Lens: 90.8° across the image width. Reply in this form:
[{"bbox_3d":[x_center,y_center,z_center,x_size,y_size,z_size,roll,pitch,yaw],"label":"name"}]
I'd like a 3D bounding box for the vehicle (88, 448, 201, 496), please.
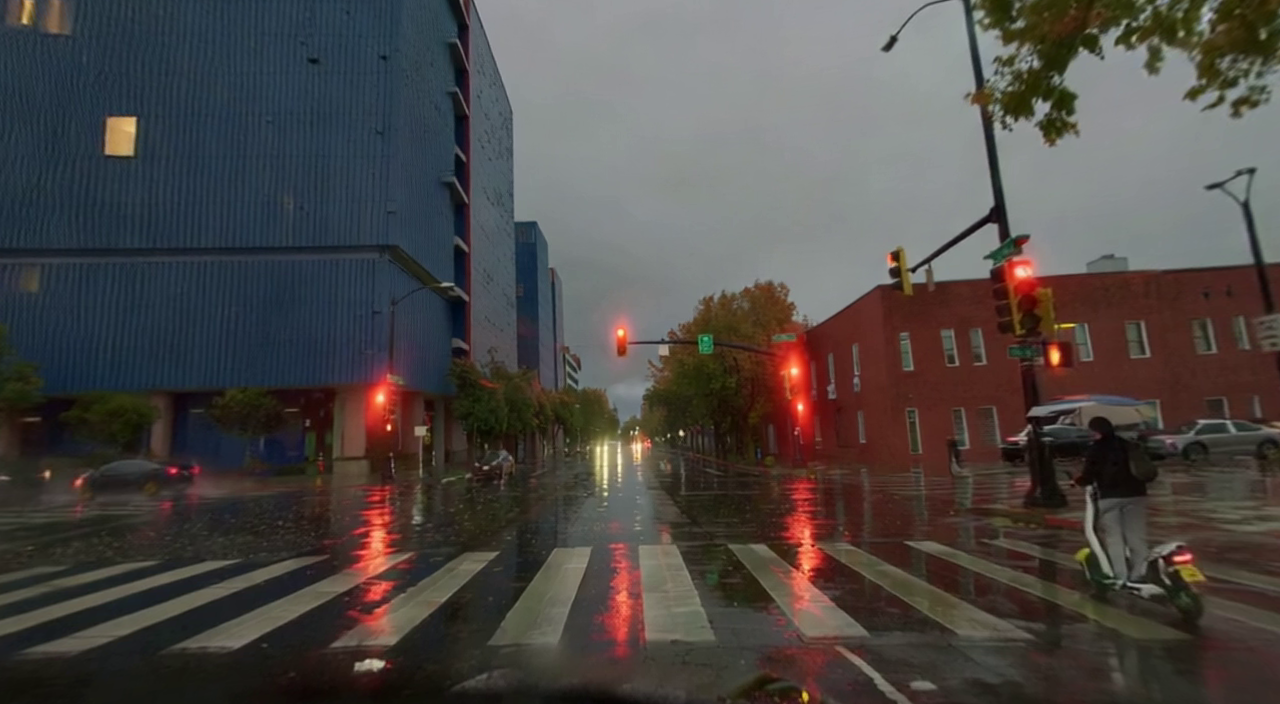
[{"bbox_3d":[-17.699,4.250,22.610,2.827,1.613,1.717,-3,-9,15],"label":"vehicle"}]
